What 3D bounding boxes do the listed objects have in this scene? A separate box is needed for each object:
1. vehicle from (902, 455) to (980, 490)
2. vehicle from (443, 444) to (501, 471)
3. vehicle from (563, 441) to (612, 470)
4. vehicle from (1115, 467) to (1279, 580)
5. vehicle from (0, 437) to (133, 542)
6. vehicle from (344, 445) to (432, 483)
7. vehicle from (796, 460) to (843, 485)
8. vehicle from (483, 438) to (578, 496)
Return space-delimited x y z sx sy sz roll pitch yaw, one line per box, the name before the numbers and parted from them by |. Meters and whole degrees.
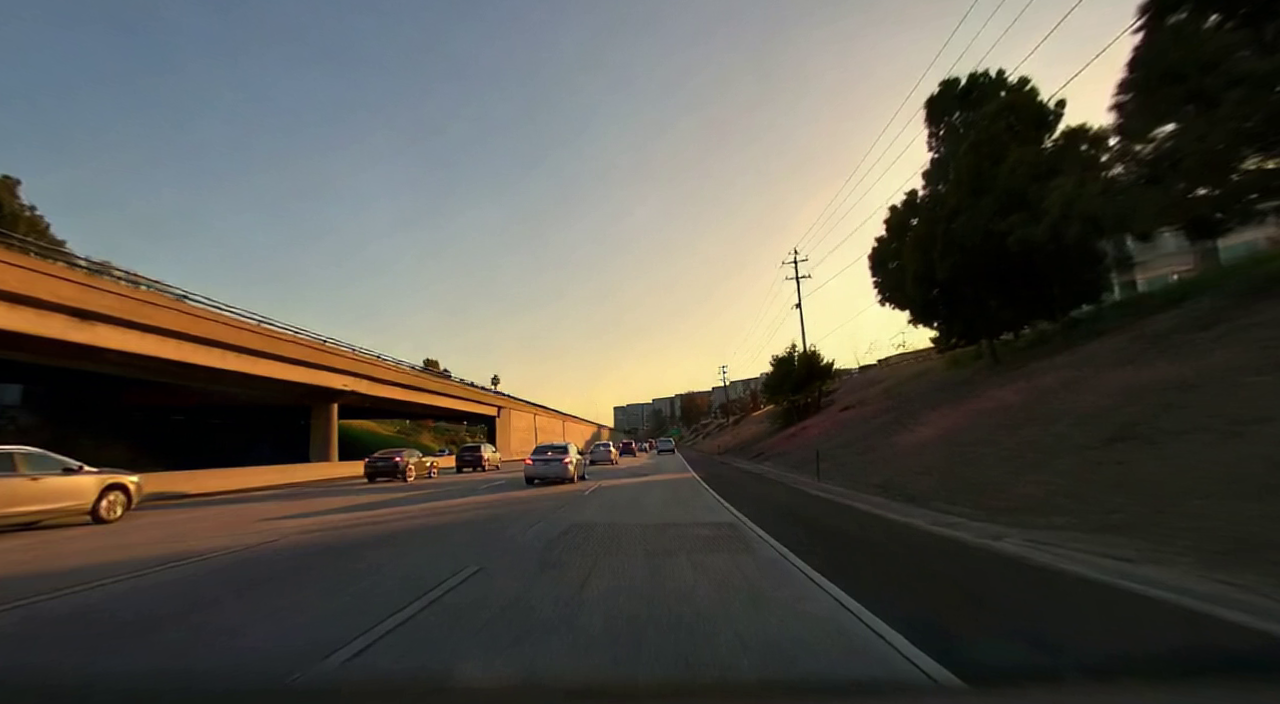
vehicle | 14.980 5.982 31.602 1.853 1.586 3.727 1 -8 -4
vehicle | -10.183 6.424 38.705 1.978 1.498 4.940 0 -8 3
vehicle | -2.752 5.522 33.954 2.056 1.449 4.330 0 -8 2
vehicle | 10.788 2.822 10.573 1.962 1.584 4.807 0 -8 1
vehicle | -10.532 2.068 9.520 1.958 1.538 4.511 0 -8 1
vehicle | -10.621 4.719 26.888 1.981 1.484 3.827 0 -8 3
vehicle | 11.952 8.050 42.175 1.916 1.465 3.951 0 -8 -1
vehicle | -3.117 3.363 18.879 1.939 1.511 4.246 0 -8 2
